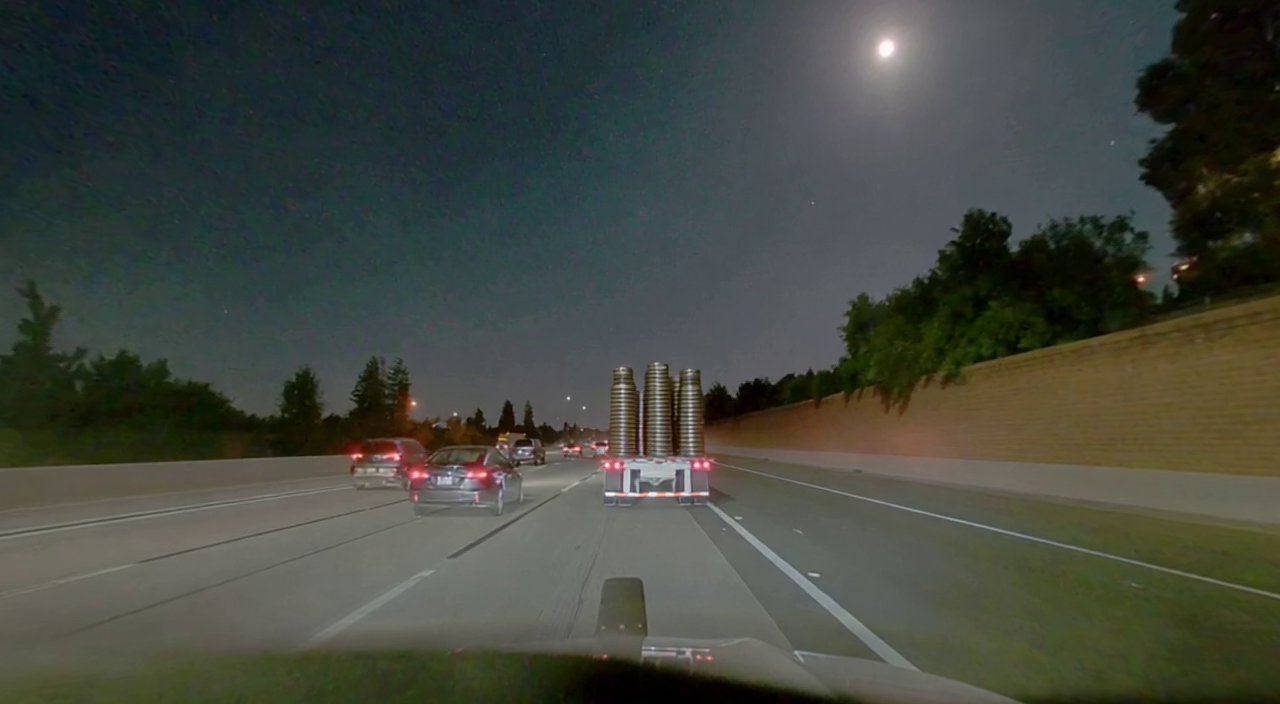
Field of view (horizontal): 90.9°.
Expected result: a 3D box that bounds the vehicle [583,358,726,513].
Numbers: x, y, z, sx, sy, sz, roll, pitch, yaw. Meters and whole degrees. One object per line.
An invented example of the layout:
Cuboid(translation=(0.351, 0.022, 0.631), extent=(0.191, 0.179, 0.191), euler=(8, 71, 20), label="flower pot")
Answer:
Cuboid(translation=(0.355, 2.259, 16.749), extent=(2.798, 3.071, 8.412), euler=(0, -8, 1), label="vehicle")

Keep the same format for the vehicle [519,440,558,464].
Cuboid(translation=(-7.155, 7.116, 44.959), extent=(1.965, 1.627, 4.288), euler=(0, -8, 1), label="vehicle")

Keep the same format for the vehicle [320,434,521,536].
Cuboid(translation=(-3.647, 2.284, 11.555), extent=(1.974, 1.475, 4.538), euler=(0, -8, 1), label="vehicle")
